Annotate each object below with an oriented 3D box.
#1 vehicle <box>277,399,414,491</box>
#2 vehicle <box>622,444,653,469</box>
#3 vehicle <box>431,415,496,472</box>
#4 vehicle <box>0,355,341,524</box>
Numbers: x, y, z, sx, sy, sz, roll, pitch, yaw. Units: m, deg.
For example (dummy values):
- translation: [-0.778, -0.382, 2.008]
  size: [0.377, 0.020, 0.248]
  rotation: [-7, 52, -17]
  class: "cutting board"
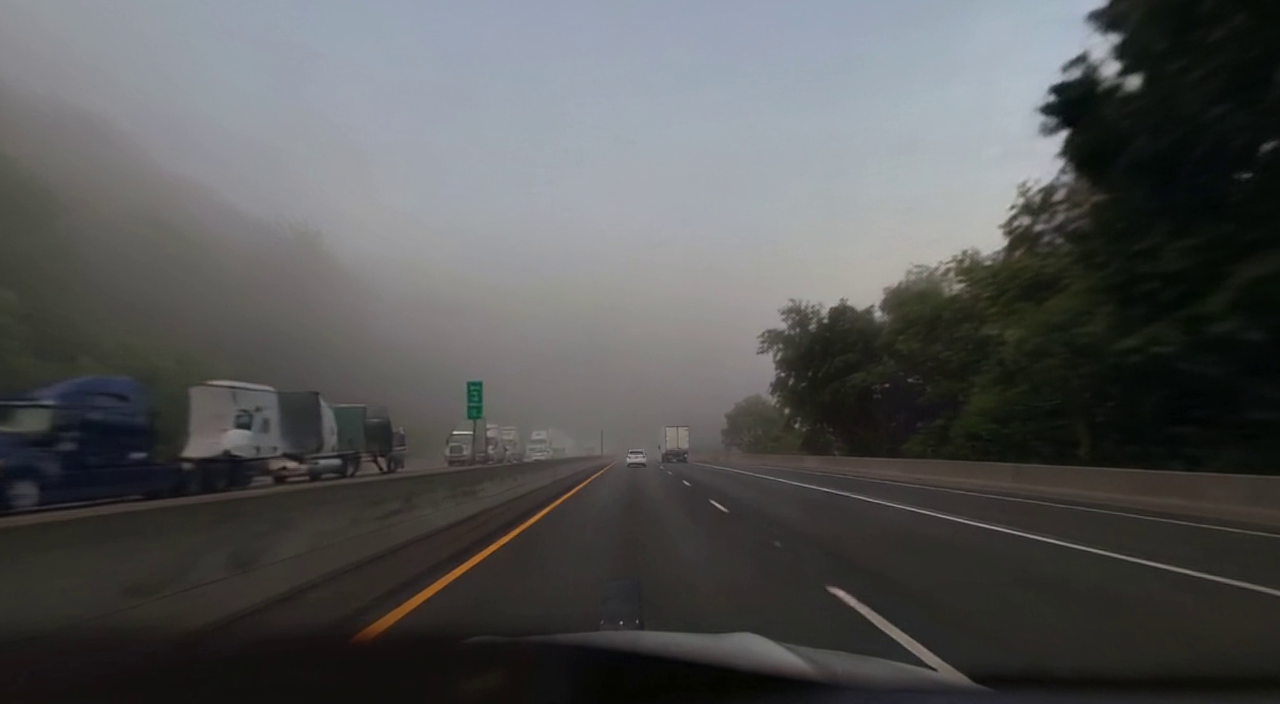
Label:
- translation: [-13.088, 4.270, 28.962]
  size: [2.668, 3.649, 7.436]
  rotation: [0, -9, 0]
  class: "vehicle"
- translation: [-0.176, 7.629, 46.128]
  size: [2.137, 1.689, 4.051]
  rotation: [0, -9, 0]
  class: "vehicle"
- translation: [-12.730, 6.694, 46.073]
  size: [2.948, 3.877, 6.066]
  rotation: [0, -9, -1]
  class: "vehicle"
- translation: [-13.206, 2.710, 19.329]
  size: [2.919, 3.755, 10.586]
  rotation: [0, -9, 0]
  class: "vehicle"
